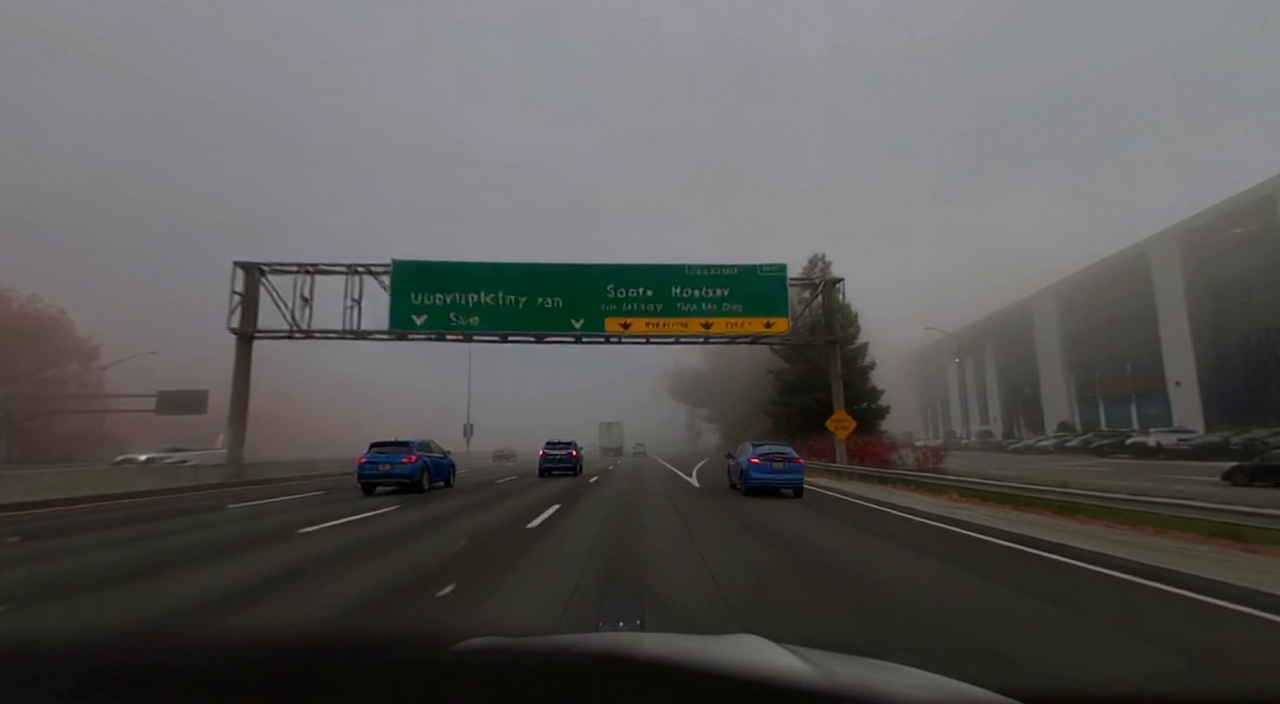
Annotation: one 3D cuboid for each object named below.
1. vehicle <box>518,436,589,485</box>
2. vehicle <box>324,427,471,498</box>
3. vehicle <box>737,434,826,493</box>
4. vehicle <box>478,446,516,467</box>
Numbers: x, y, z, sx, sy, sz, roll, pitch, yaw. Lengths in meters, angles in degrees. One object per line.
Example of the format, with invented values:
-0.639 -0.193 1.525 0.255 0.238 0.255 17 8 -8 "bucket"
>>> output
-3.317 4.250 25.004 2.111 1.742 4.315 0 -9 1 "vehicle"
-7.155 3.337 19.369 2.314 1.842 5.279 0 -9 1 "vehicle"
4.633 3.698 21.303 2.101 1.742 4.495 0 -9 2 "vehicle"
-10.994 8.016 48.636 1.919 1.509 4.265 0 -9 0 "vehicle"
